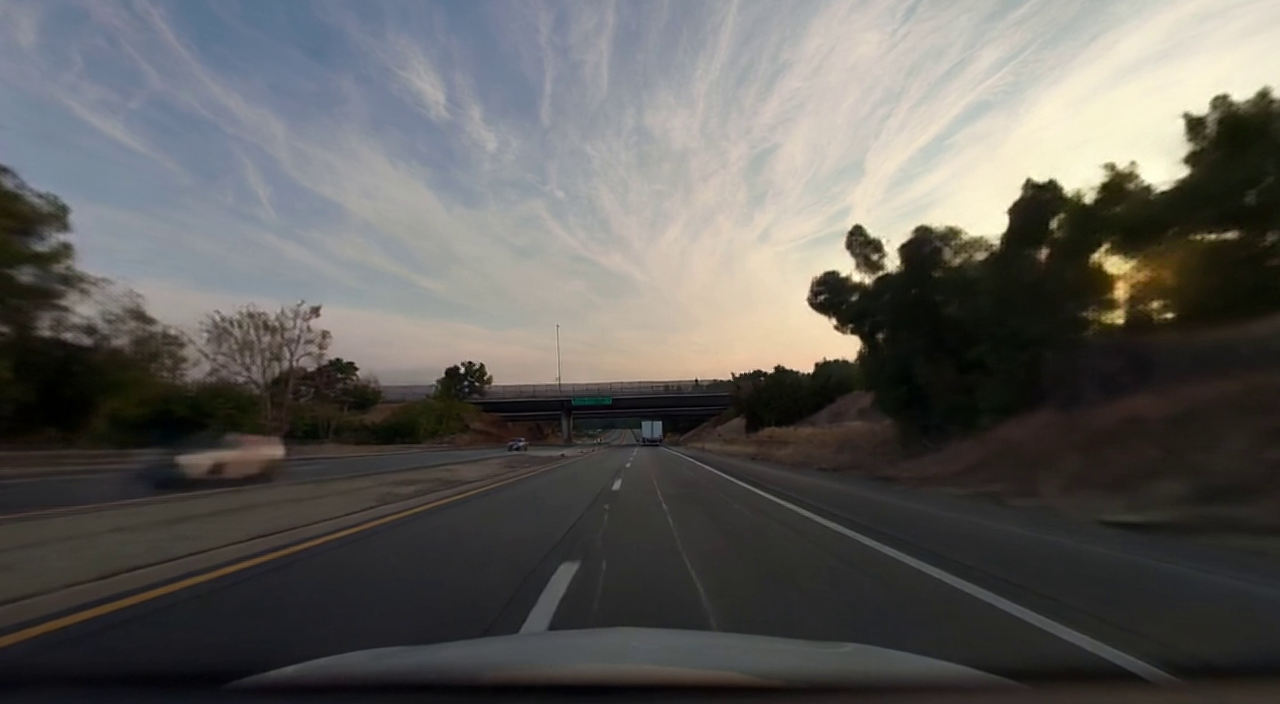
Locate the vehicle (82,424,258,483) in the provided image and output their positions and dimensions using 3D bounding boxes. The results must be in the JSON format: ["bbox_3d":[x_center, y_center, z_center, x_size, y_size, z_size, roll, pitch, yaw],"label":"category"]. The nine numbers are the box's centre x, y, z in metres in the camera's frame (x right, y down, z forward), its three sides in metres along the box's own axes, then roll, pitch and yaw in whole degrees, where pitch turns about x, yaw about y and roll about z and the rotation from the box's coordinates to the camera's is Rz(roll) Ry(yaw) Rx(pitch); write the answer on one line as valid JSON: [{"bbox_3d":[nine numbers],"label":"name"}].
[{"bbox_3d":[-13.741,3.005,18.831,1.792,1.524,4.502,0,-8,0],"label":"vehicle"}]
